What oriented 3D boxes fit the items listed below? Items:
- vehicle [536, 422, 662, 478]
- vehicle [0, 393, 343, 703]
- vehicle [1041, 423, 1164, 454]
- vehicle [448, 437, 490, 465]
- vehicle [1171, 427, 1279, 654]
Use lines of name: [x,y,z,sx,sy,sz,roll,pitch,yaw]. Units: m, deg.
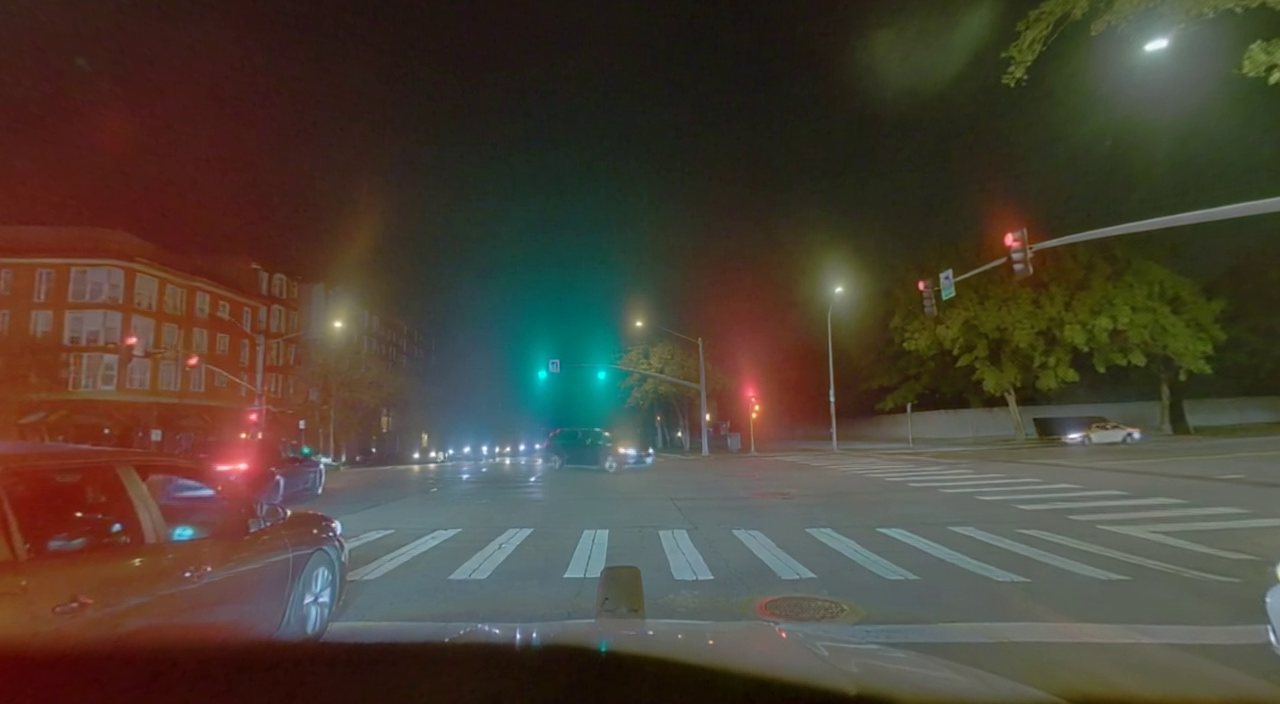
vehicle: [-1.645,3.690,23.839,2.109,1.871,4.778,8,-12,-44]
vehicle: [-3.072,0.896,2.153,1.919,1.478,4.720,0,-8,-1]
vehicle: [23.287,4.394,31.930,4.660,1.495,2.007,0,-8,-3]
vehicle: [-12.808,7.413,47.549,2.051,1.715,4.346,-3,-6,-2]
vehicle: [4.945,0.986,2.538,1.949,1.449,4.530,-1,-8,5]
